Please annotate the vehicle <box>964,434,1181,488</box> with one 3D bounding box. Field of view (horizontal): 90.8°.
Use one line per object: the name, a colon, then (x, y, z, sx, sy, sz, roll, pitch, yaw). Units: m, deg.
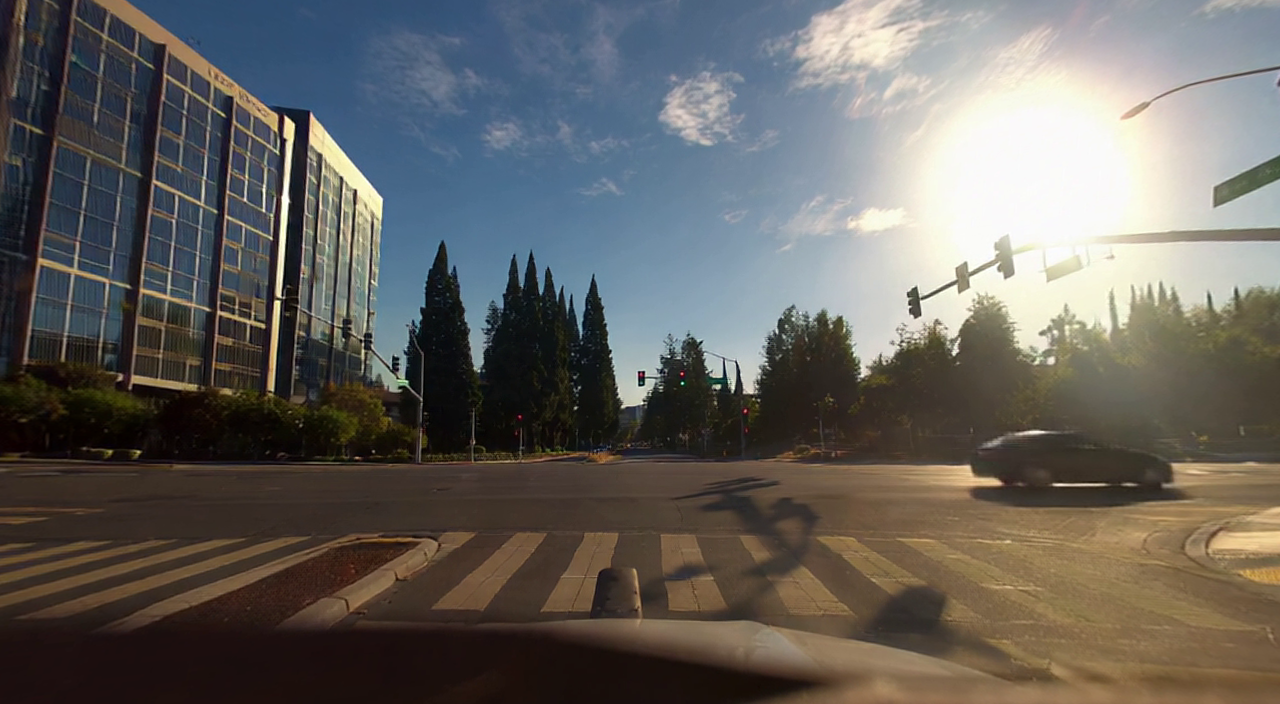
vehicle: (12.528, 3.185, 18.584, 4.838, 1.468, 2.052, 0, -9, 0)
